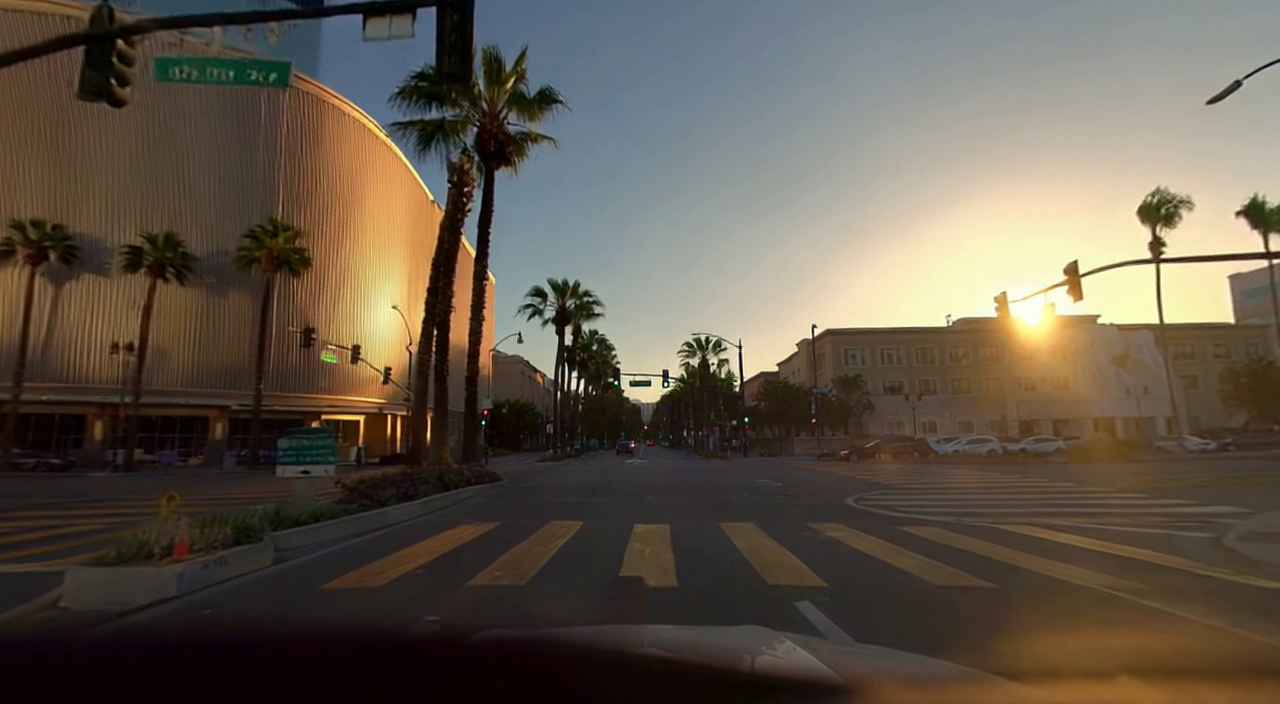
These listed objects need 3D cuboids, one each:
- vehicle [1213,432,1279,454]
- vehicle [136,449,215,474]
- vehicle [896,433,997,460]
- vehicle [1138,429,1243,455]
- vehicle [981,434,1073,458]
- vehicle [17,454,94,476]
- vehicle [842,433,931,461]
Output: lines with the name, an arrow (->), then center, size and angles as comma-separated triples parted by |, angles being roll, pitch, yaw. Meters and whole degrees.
vehicle -> 42.205, 6.191, 42.943 | 4.437, 1.469, 1.811 | 0, -8, 0
vehicle -> -32.950, 7.780, 44.778 | 4.136, 1.661, 1.857 | 0, -8, 1
vehicle -> 17.032, 5.281, 35.140 | 4.684, 1.461, 1.777 | 0, -8, -1
vehicle -> 33.301, 5.462, 38.205 | 4.567, 1.458, 1.791 | 0, -8, 1
vehicle -> 23.630, 5.759, 38.602 | 4.423, 1.465, 1.798 | 0, -8, 1
vehicle -> -41.540, 7.999, 44.812 | 3.698, 1.467, 1.779 | 0, -9, 1
vehicle -> 15.108, 5.854, 38.843 | 4.648, 1.665, 1.910 | 0, -8, 0
